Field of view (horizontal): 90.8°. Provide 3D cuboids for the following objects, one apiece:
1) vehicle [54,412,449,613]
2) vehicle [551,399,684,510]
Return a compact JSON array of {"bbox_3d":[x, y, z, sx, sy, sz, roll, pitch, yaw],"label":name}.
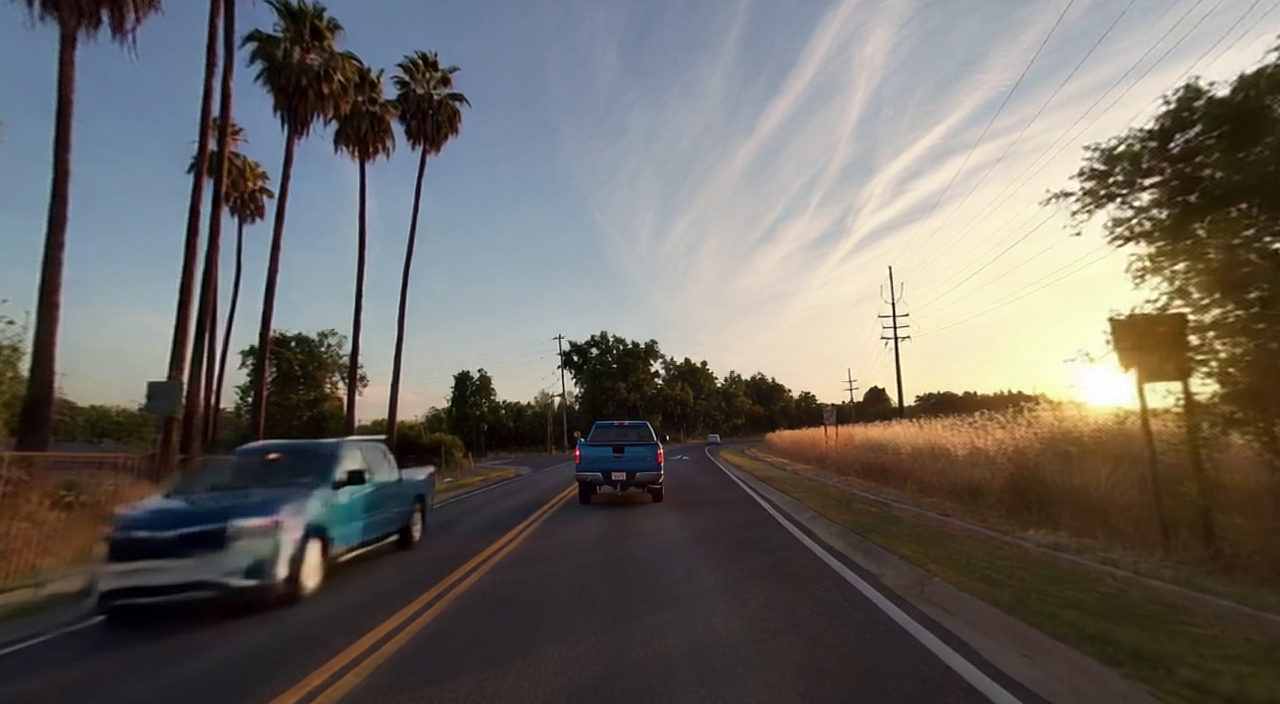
[{"bbox_3d":[-4.331,1.844,8.345,2.128,1.834,4.877,0,-8,-1],"label":"vehicle"},{"bbox_3d":[-0.505,2.521,15.860,2.693,2.223,5.885,0,-8,-1],"label":"vehicle"}]
